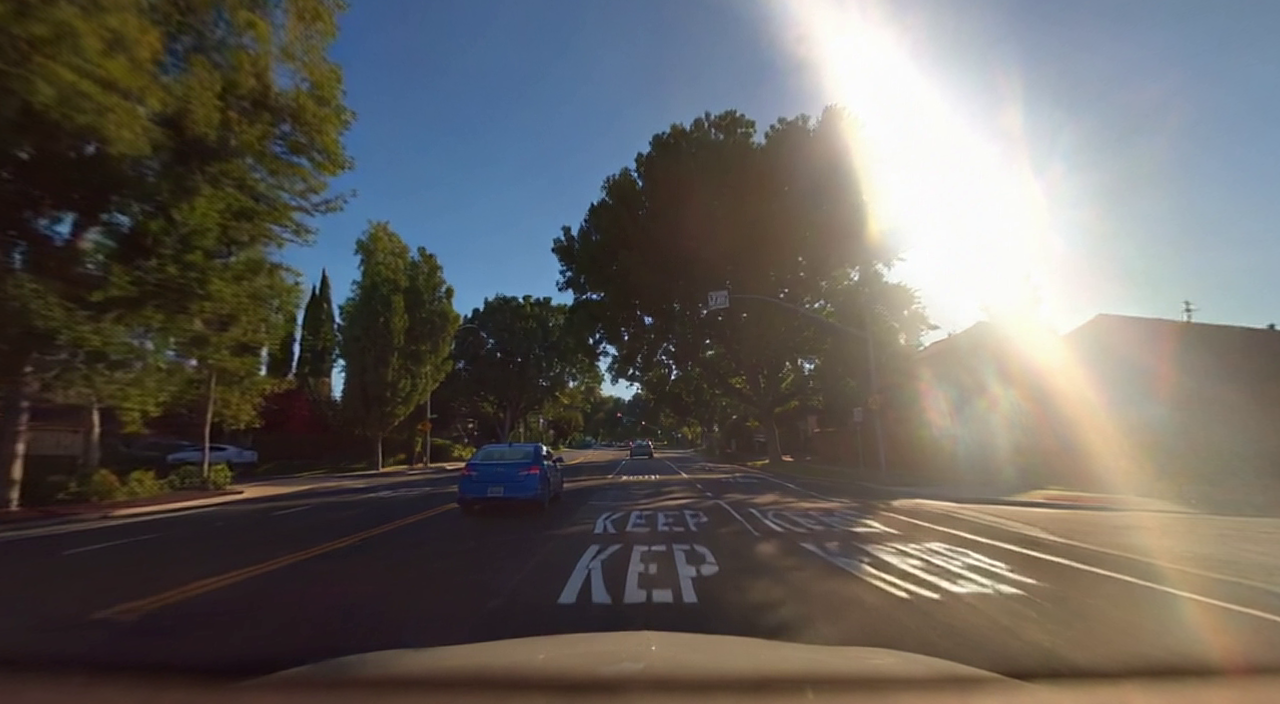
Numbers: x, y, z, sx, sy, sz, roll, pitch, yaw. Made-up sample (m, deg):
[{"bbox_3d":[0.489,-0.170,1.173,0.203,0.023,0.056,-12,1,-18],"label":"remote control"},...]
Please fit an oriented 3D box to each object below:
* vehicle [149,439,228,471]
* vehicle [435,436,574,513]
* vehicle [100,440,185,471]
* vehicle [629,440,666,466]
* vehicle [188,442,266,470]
[{"bbox_3d":[-26.141,5.944,36.638,1.919,1.701,3.695,0,-8,-2],"label":"vehicle"},{"bbox_3d":[-2.885,2.745,14.735,2.158,1.469,4.909,0,-8,0],"label":"vehicle"},{"bbox_3d":[-29.063,6.027,36.944,1.838,1.685,3.766,0,-8,1],"label":"vehicle"},{"bbox_3d":[0.452,6.373,39.952,2.226,1.505,4.128,0,-8,0],"label":"vehicle"},{"bbox_3d":[-23.606,5.941,36.194,1.894,1.508,3.783,0,-8,0],"label":"vehicle"}]
